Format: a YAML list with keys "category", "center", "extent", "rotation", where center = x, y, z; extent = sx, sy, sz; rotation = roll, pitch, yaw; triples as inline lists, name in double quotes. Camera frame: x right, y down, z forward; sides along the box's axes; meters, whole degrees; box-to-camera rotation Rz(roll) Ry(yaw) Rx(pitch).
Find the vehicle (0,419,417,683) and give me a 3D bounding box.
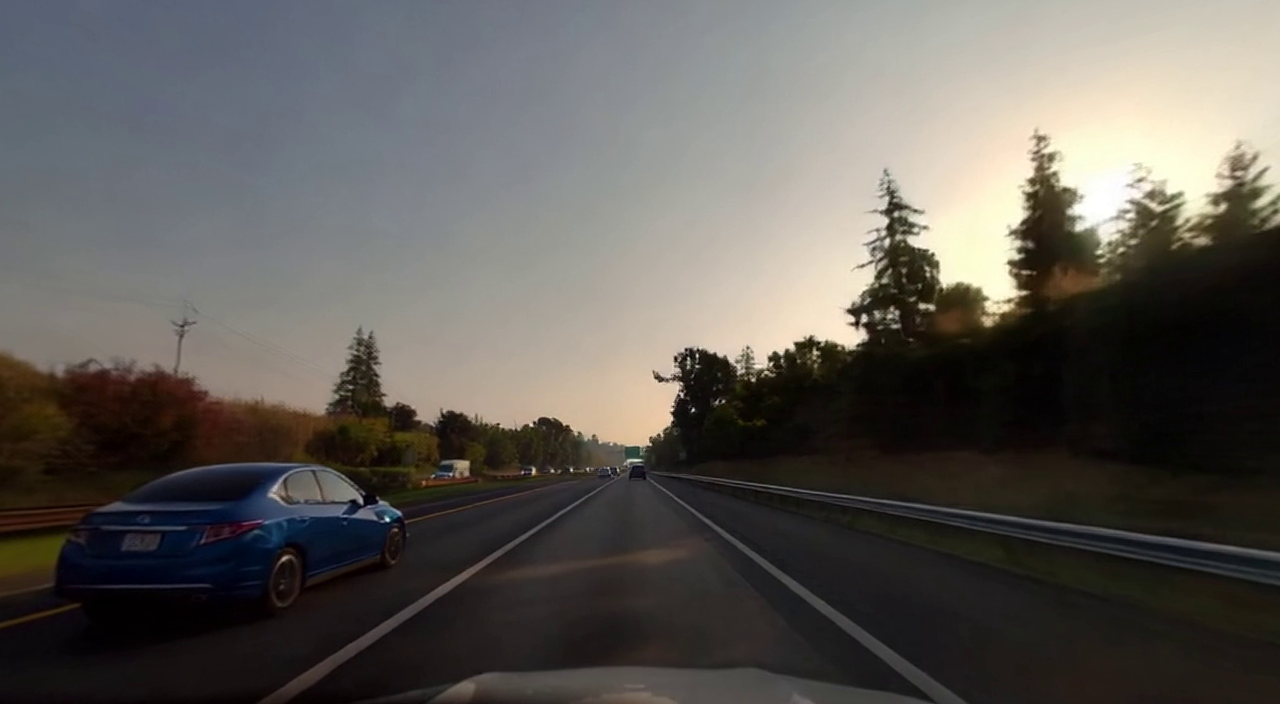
- category: "vehicle"
  center: [-3.821, 1.542, 5.809]
  extent: [2.017, 1.516, 4.041]
  rotation: [1, -11, 0]
